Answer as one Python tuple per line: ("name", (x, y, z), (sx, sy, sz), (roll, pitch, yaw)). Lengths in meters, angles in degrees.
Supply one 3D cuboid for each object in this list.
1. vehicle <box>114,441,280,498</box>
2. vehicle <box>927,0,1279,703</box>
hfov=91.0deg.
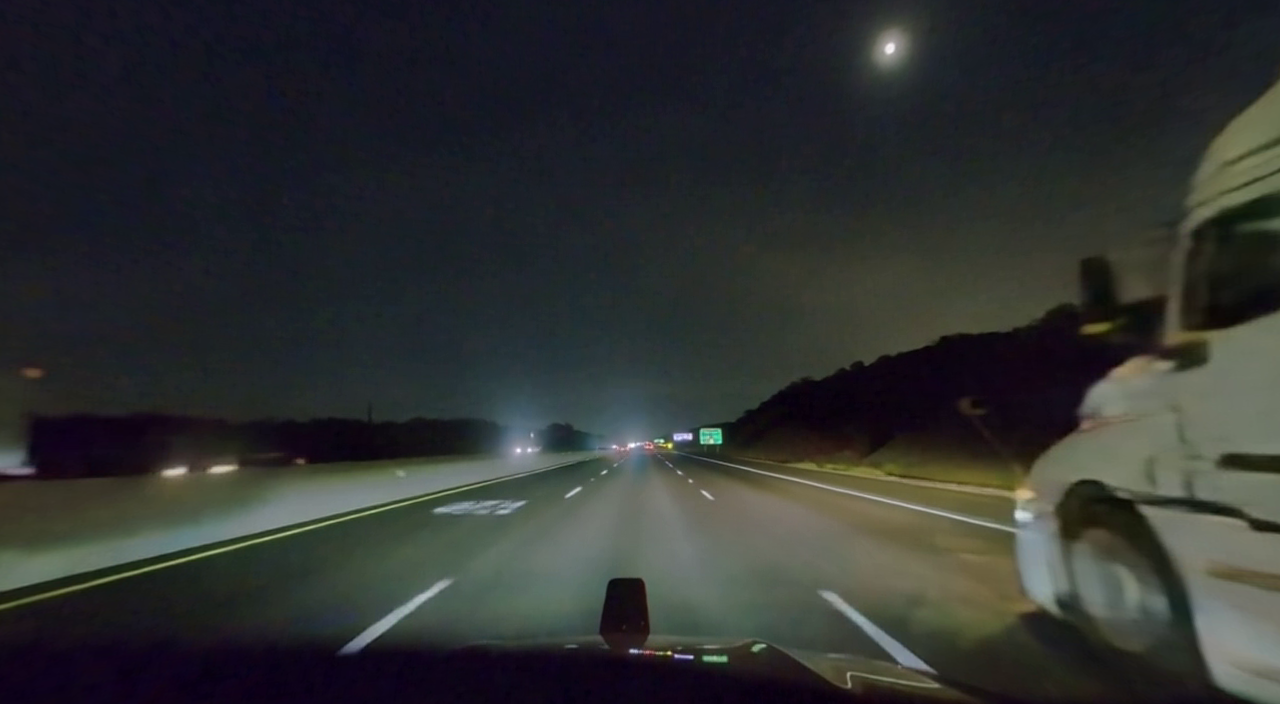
("vehicle", (-15.115, 3.985, 21.920), (2.077, 1.717, 4.911), (0, -8, 1))
("vehicle", (3.701, -0.434, 1.381), (3.079, 3.852, 6.223), (0, -8, 0))
